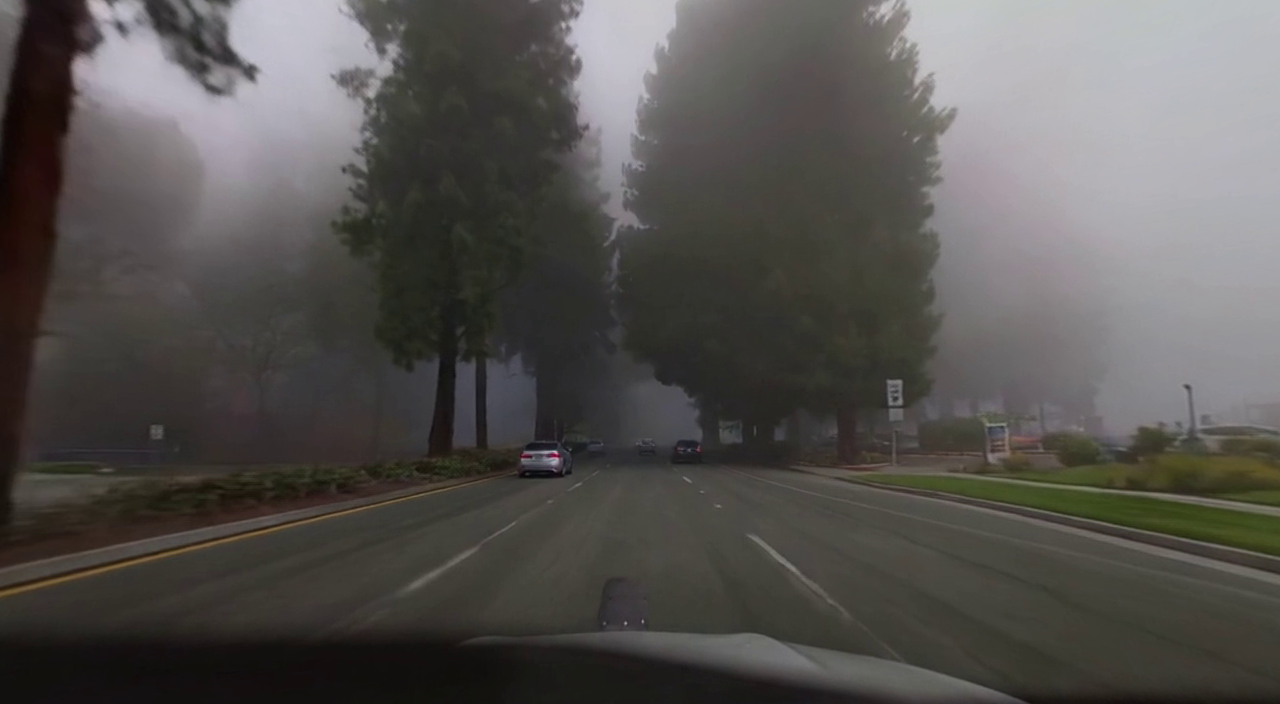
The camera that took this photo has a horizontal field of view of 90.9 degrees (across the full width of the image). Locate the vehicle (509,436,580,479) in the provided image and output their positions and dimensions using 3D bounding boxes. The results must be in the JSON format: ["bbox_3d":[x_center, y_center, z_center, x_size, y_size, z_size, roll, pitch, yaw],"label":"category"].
[{"bbox_3d":[-3.581,4.029,24.394,1.908,1.481,4.536,0,-8,2],"label":"vehicle"}]

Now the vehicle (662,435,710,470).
[{"bbox_3d":[2.185,4.892,30.809,1.922,1.579,3.642,0,-8,-2],"label":"vehicle"}]

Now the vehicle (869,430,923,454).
[{"bbox_3d":[16.031,5.623,39.646,1.823,1.413,3.884,0,-8,1],"label":"vehicle"}]
